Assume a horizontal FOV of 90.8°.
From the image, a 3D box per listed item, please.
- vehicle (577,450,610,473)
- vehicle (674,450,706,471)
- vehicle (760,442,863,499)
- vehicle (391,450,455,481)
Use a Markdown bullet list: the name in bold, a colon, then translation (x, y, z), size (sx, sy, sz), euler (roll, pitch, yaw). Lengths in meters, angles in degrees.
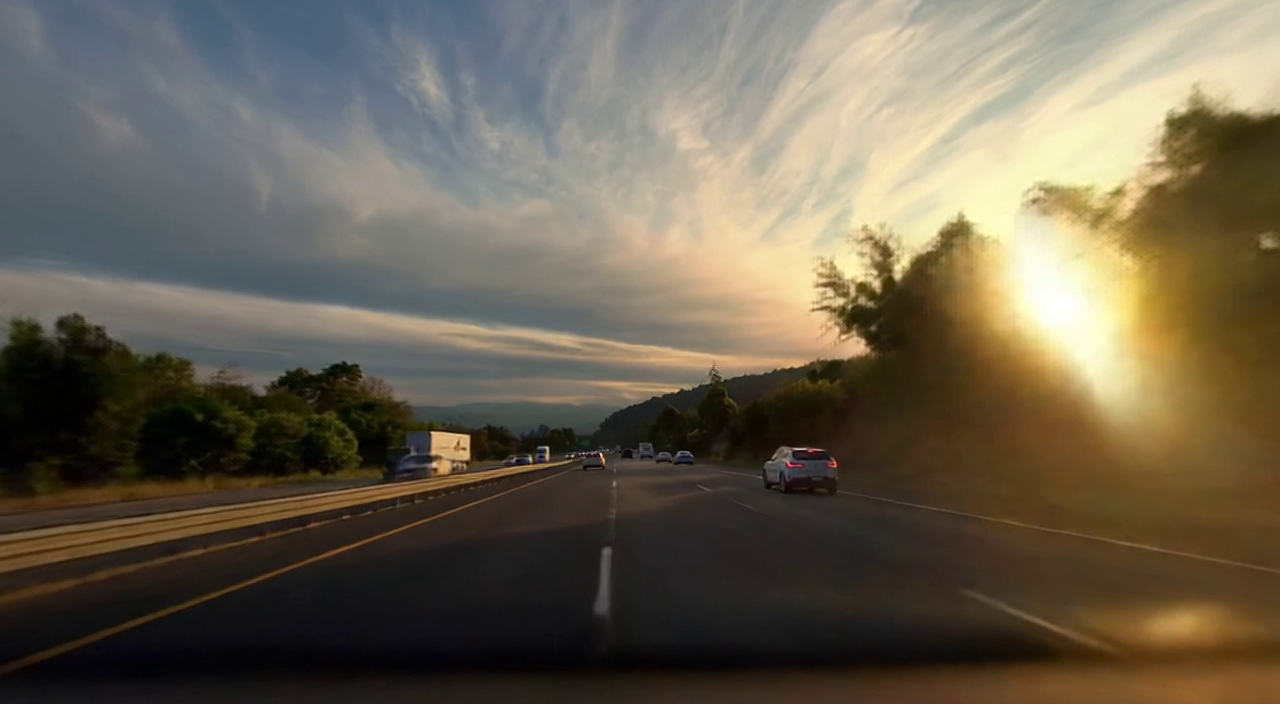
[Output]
- **vehicle**: translation (-3.104, 7.383, 42.767), size (2.021, 1.507, 4.272), euler (0, -9, -2)
- **vehicle**: translation (3.728, 8.169, 47.685), size (1.846, 1.480, 3.694), euler (0, -9, -3)
- **vehicle**: translation (5.129, 3.586, 19.477), size (1.903, 1.566, 3.866), euler (0, -9, -3)
- **vehicle**: translation (-11.739, 6.152, 34.484), size (1.957, 1.567, 4.514), euler (0, -9, -1)
